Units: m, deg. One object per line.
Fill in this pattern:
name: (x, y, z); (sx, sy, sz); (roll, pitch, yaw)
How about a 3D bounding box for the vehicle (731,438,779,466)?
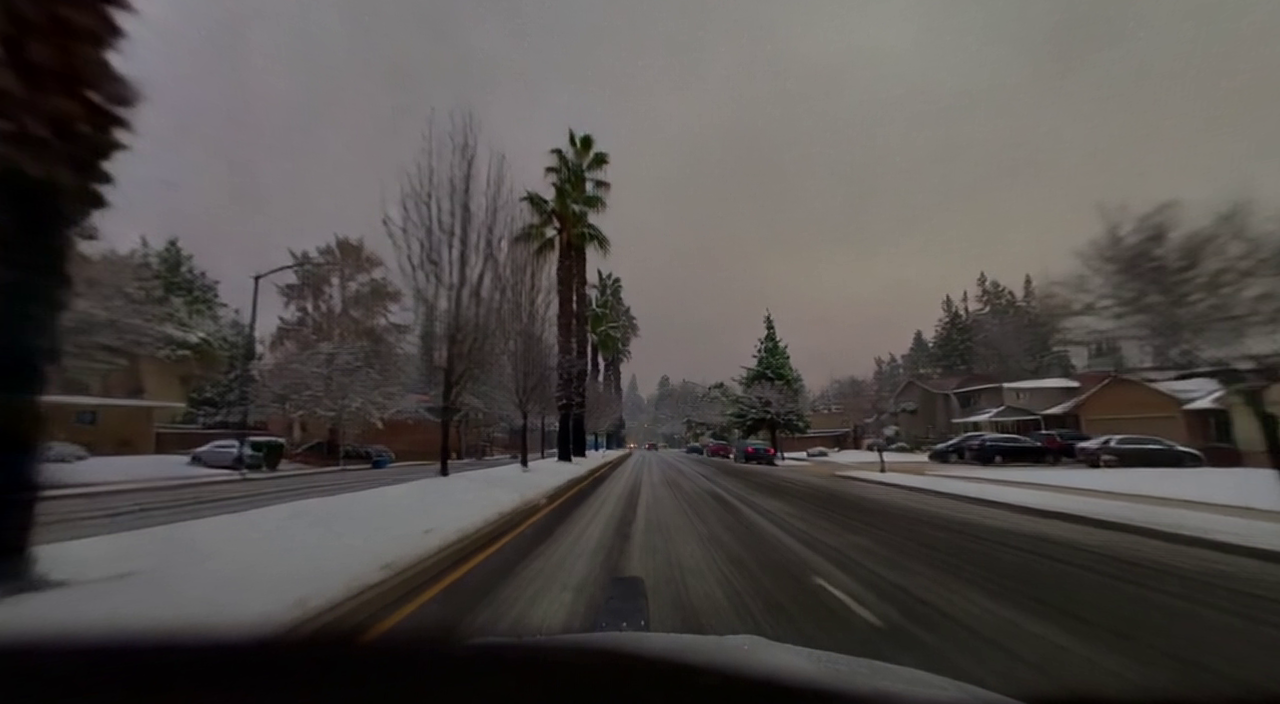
vehicle: (7.181, 6.281, 39.862); (2.126, 1.639, 4.539); (0, -8, 0)
